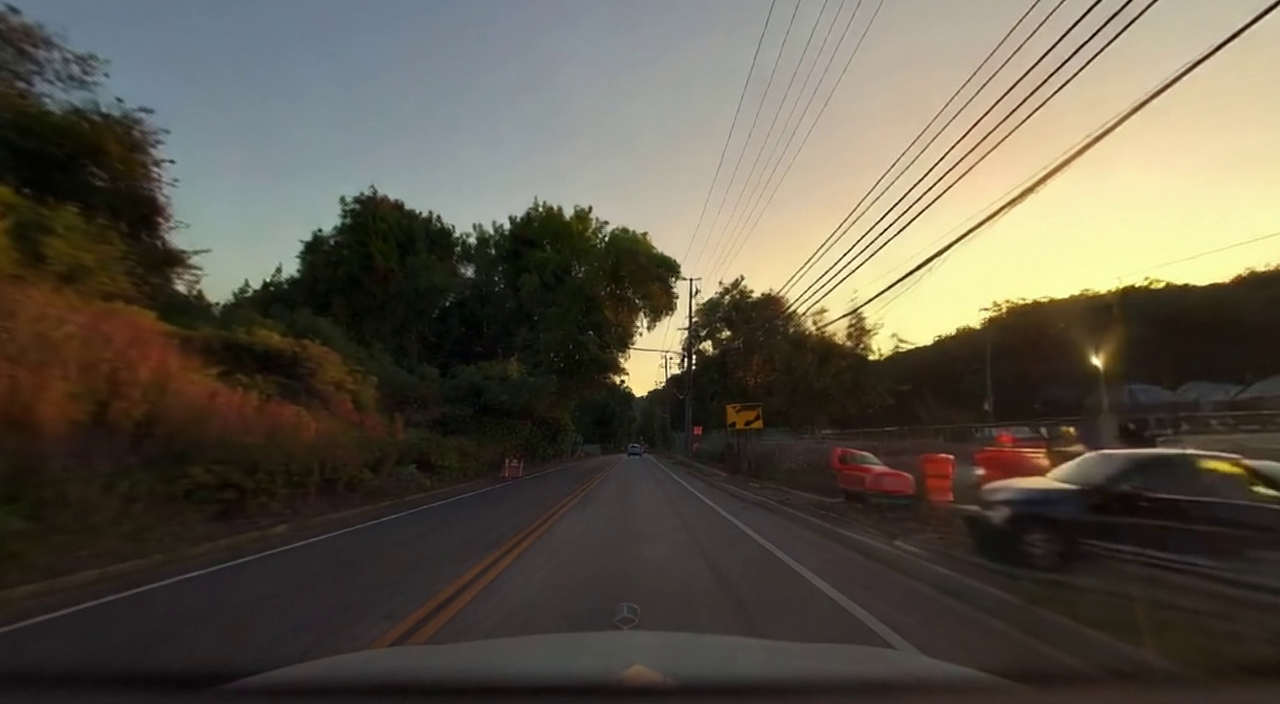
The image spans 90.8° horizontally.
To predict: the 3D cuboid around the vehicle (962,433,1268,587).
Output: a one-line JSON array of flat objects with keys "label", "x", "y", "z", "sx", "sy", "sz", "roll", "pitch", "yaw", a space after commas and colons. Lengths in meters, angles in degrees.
[{"label": "vehicle", "x": 7.261, "y": 2.265, "z": 9.608, "sx": 4.620, "sy": 1.820, "sz": 1.917, "roll": 7, "pitch": -10, "yaw": -29}]
